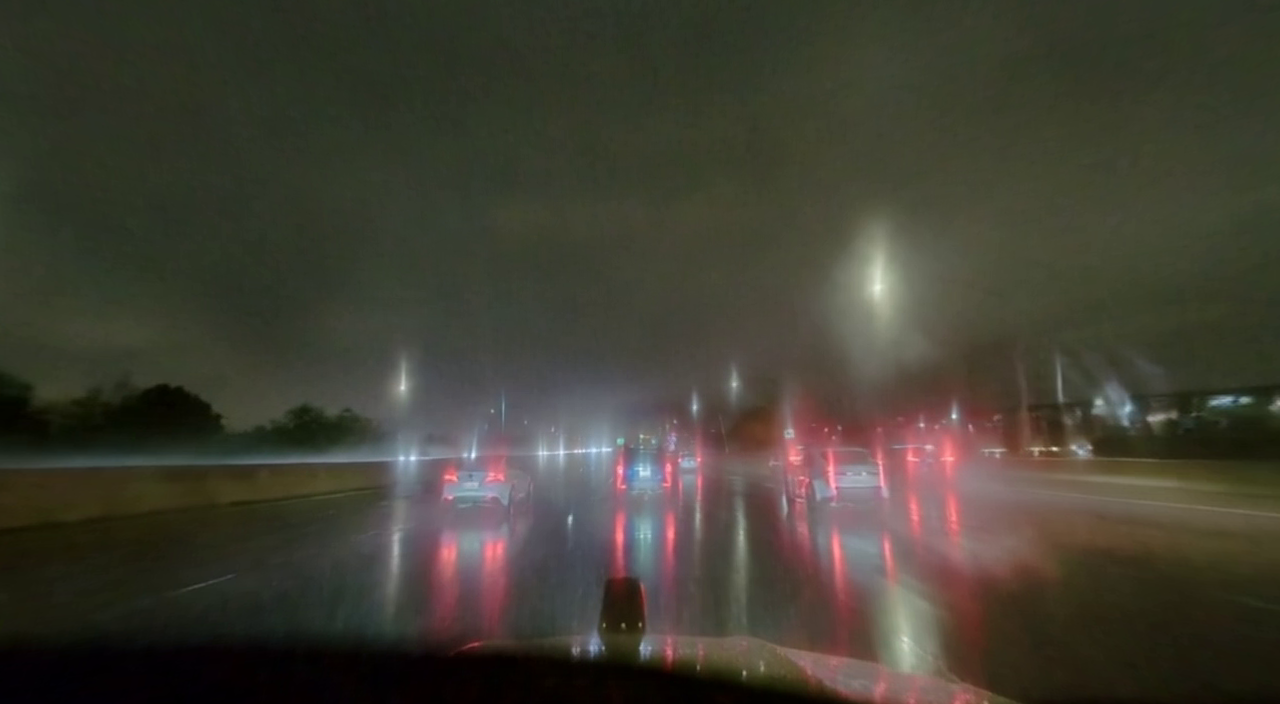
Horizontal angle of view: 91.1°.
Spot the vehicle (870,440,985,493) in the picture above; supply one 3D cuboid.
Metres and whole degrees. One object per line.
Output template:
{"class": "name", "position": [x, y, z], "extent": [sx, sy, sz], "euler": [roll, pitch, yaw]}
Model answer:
{"class": "vehicle", "position": [10.589, 4.222, 23.582], "extent": [2.133, 1.770, 4.537], "euler": [0, -9, 0]}

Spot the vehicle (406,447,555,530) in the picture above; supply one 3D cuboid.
{"class": "vehicle", "position": [-3.274, 2.895, 13.995], "extent": [2.011, 1.510, 4.698], "euler": [0, -9, 1]}

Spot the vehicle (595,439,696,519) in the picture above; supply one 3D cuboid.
{"class": "vehicle", "position": [0.143, 2.979, 15.212], "extent": [2.099, 1.640, 4.134], "euler": [0, -9, 1]}

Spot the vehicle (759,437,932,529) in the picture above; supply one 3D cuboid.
{"class": "vehicle", "position": [4.091, 2.688, 13.442], "extent": [2.210, 1.625, 4.249], "euler": [0, -9, -1]}
